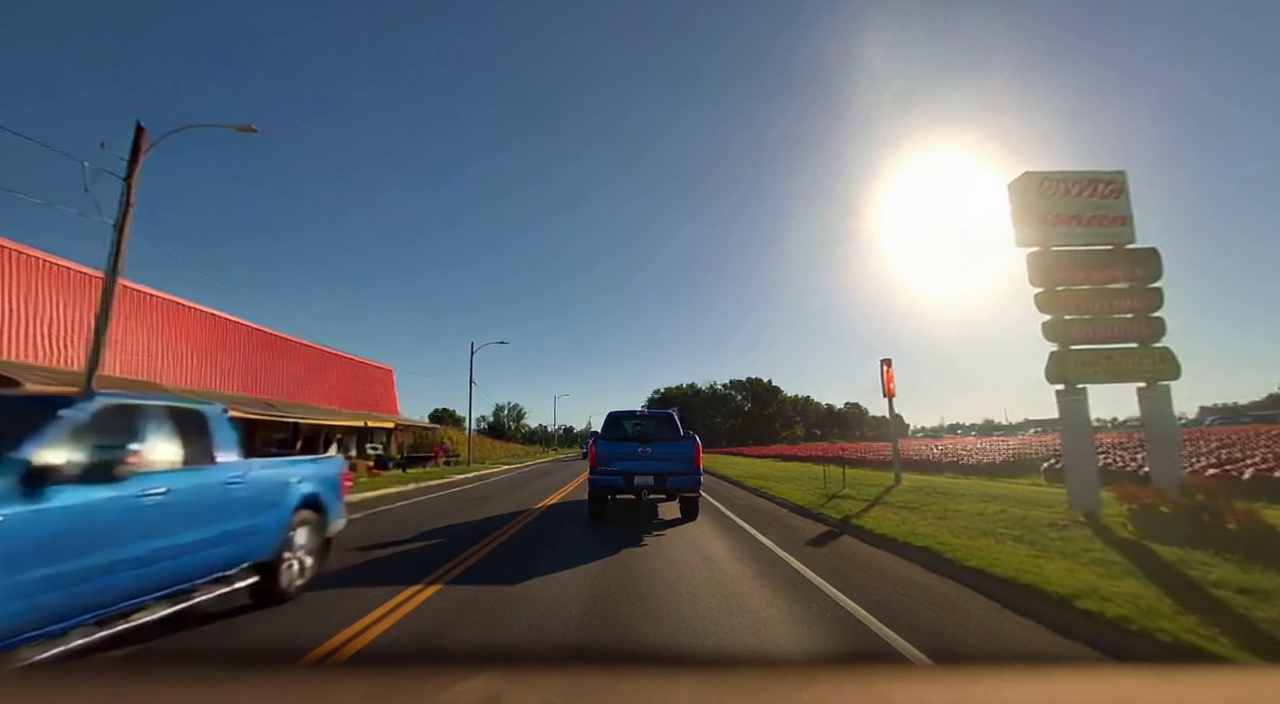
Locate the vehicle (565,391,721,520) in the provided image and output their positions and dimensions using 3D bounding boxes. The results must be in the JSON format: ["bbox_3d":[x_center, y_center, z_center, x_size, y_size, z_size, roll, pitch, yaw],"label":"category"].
[{"bbox_3d":[-0.037,2.220,13.974,2.693,2.223,5.885,0,-8,-2],"label":"vehicle"}]

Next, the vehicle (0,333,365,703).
[{"bbox_3d":[-3.933,1.063,4.179,2.180,1.801,4.679,-2,-8,-1],"label":"vehicle"}]
